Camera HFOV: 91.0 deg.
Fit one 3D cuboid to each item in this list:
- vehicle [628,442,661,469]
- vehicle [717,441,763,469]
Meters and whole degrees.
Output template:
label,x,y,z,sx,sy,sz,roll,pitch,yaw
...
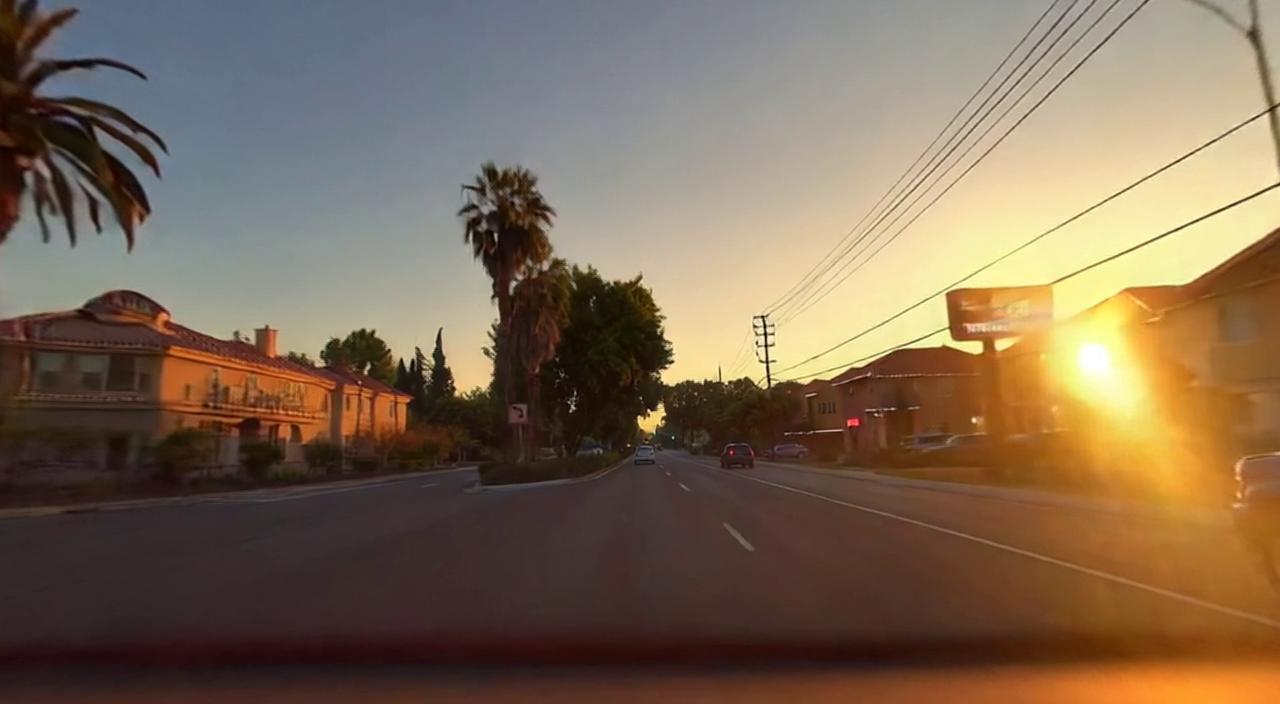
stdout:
label,x,y,z,sx,sy,sz,roll,pitch,yaw
vehicle,0.282,6.944,42.428,2.138,1.702,4.168,0,-9,0
vehicle,6.656,6.904,42.363,2.252,1.718,4.617,0,-9,0
